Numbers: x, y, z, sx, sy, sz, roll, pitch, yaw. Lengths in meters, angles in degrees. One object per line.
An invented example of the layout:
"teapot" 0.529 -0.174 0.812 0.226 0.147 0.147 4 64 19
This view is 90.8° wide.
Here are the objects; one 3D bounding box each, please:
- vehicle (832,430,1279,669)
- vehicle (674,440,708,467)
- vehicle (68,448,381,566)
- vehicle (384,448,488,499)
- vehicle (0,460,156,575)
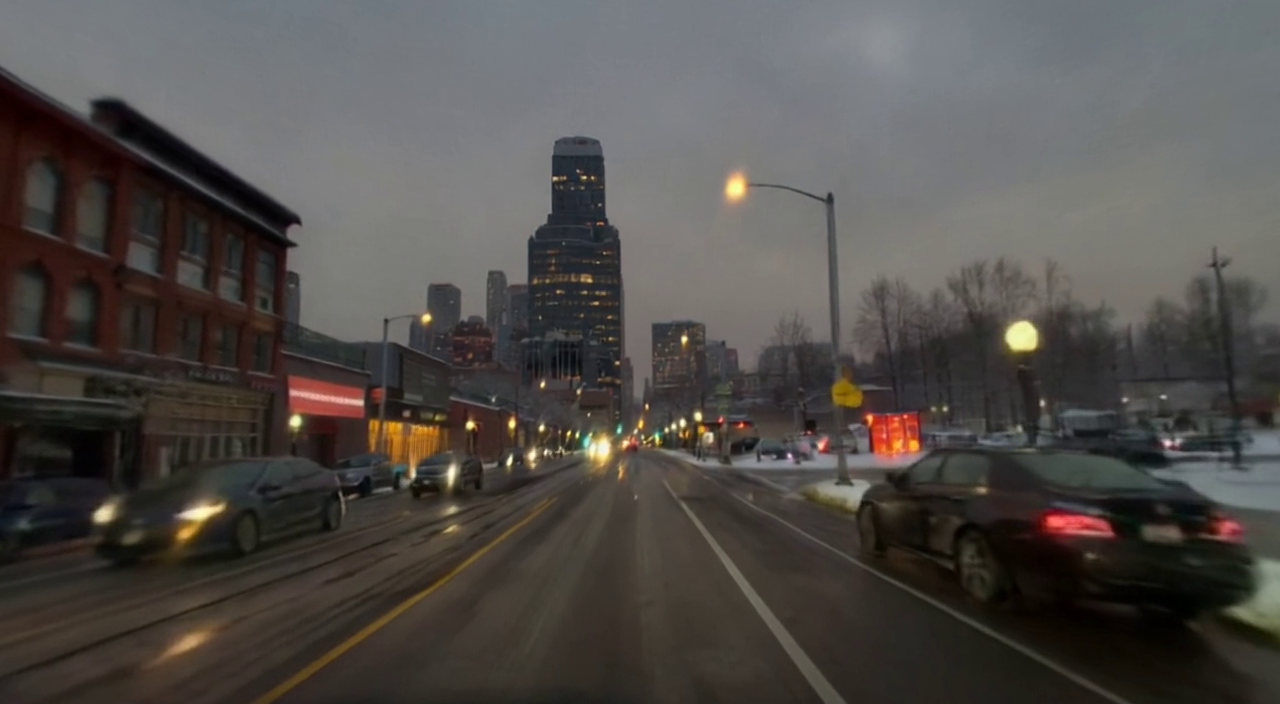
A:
"vehicle" 3.709 1.596 6.425 1.937 1.481 4.760 0 -8 -1
"vehicle" 3.563 7.176 44.814 2.118 1.779 5.121 -1 -8 2
"vehicle" -6.384 2.378 10.634 1.993 1.484 4.812 0 -8 0
"vehicle" -6.641 3.978 21.169 1.962 1.475 4.580 0 -8 0
"vehicle" -11.118 2.937 11.426 1.812 1.538 3.761 -3 -5 0
